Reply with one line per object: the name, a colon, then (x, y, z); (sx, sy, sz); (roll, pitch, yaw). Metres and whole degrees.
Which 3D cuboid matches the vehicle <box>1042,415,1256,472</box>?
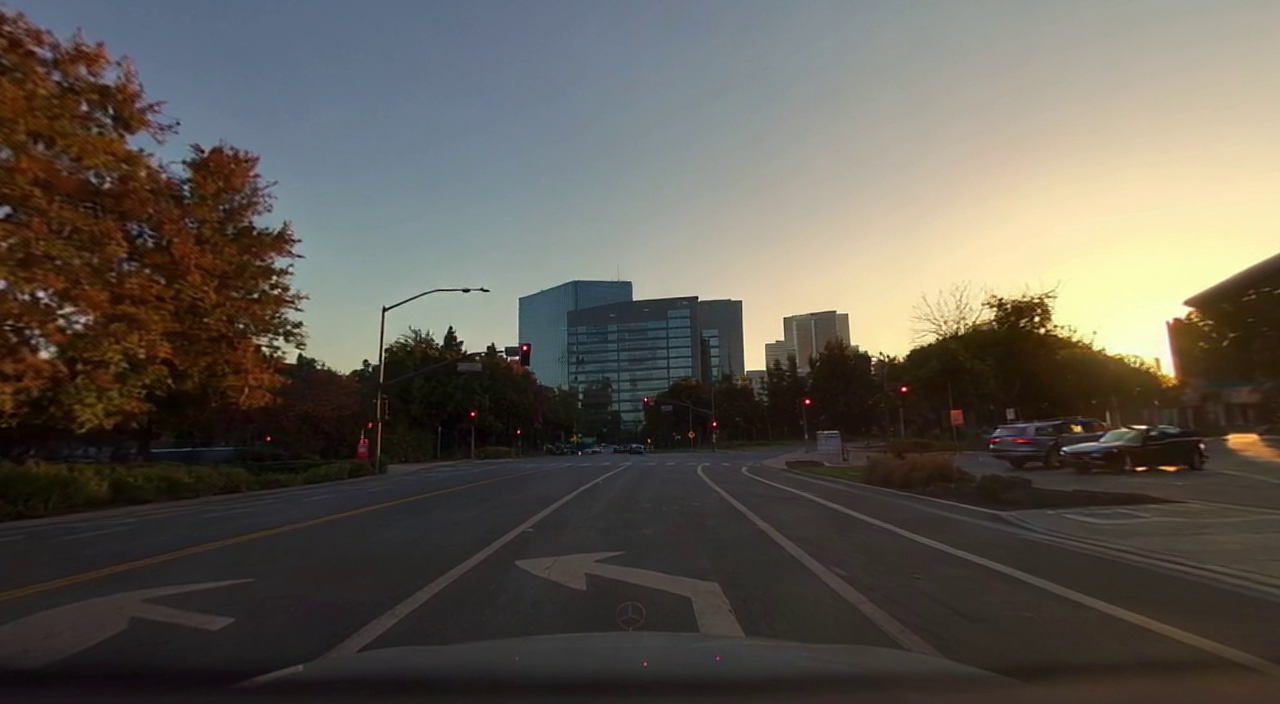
vehicle: (13.766, 2.506, 17.249); (4.167, 1.476, 1.871); (0, -8, 0)
